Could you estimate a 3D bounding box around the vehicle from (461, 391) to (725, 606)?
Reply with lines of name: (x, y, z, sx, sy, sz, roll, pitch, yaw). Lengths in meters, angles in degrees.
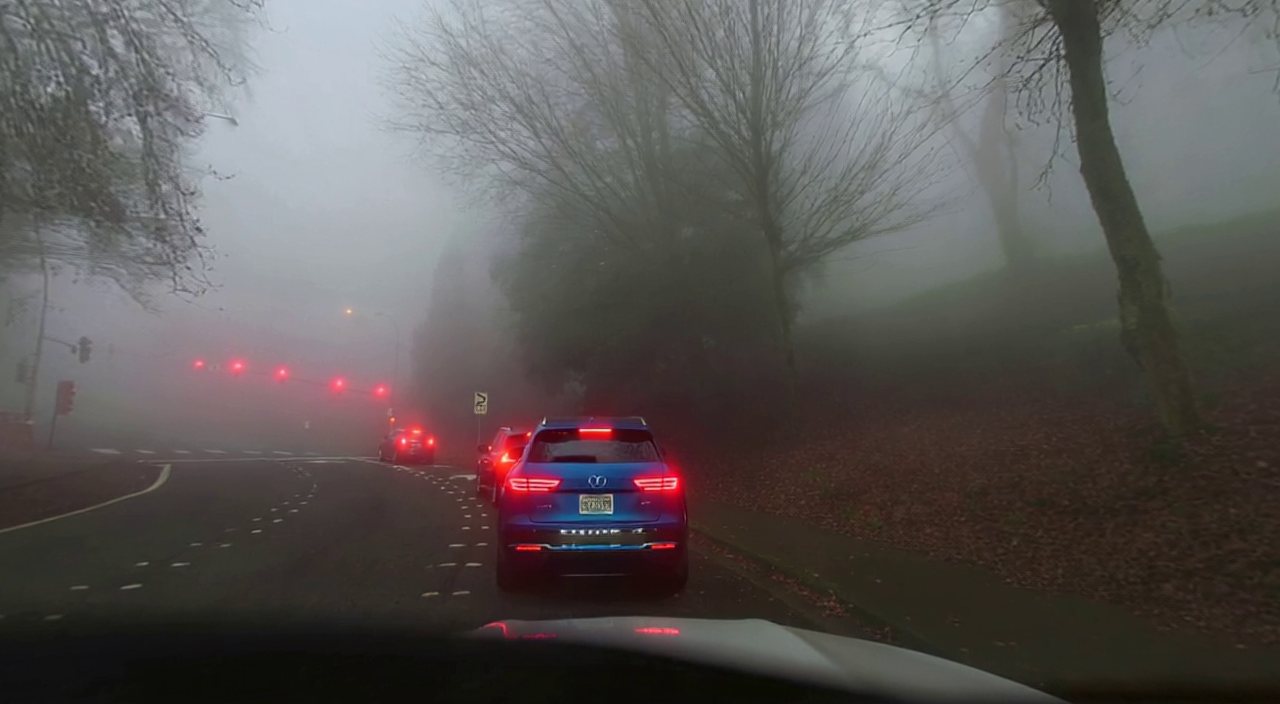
vehicle: (-0.680, 1.460, 7.204, 2.134, 1.671, 4.147, 1, -8, -9)

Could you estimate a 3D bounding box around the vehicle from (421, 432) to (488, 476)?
vehicle: (-7.283, 3.939, 24.486, 1.902, 1.536, 3.662, 4, -9, -25)

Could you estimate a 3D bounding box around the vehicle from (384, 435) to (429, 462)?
vehicle: (-13.758, 5.641, 36.912, 1.863, 1.488, 4.426, 4, -9, -27)
